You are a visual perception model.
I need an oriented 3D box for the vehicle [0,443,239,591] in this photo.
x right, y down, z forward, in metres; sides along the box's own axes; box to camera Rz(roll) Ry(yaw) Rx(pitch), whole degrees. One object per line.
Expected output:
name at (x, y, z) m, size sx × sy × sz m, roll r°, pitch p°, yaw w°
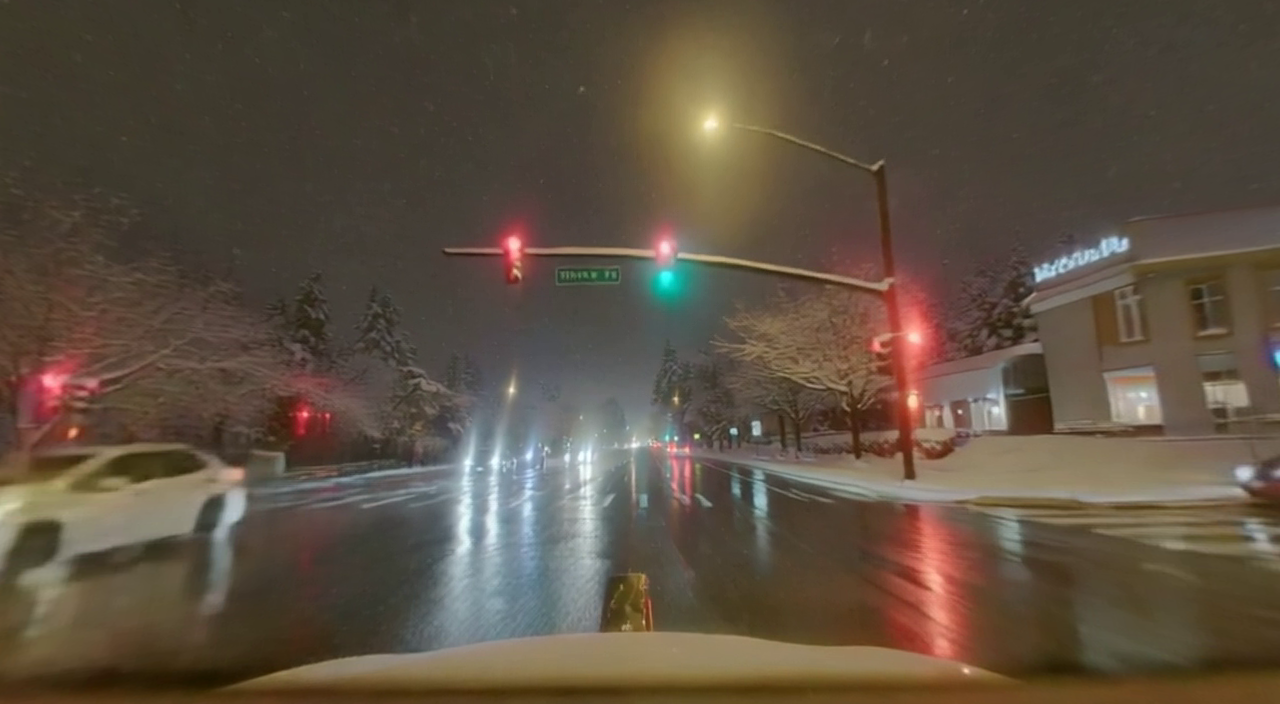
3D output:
vehicle at (-7.610, 1.959, 8.192) m, size 1.974 × 1.521 × 4.197 m, roll 0°, pitch -8°, yaw 1°

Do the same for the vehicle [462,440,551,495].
vehicle at (-4.546, 3.975, 22.147) m, size 2.070 × 1.481 × 4.266 m, roll -5°, pitch -7°, yaw 1°
